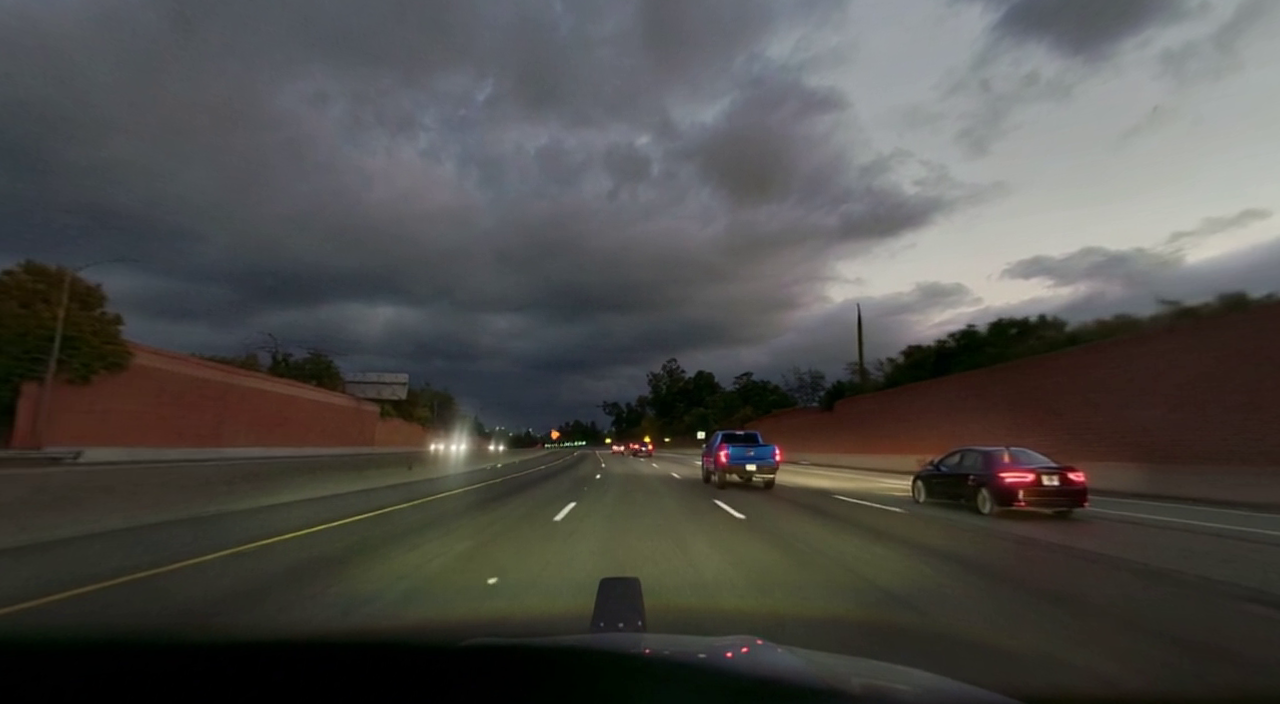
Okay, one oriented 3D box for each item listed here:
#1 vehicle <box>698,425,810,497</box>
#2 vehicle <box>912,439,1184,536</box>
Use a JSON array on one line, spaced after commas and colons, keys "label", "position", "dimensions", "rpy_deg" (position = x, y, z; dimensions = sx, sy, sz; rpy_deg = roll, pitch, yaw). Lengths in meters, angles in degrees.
[{"label": "vehicle", "position": [3.376, 3.385, 20.039], "dimensions": [2.374, 1.952, 5.431], "rpy_deg": [0, -8, -2]}, {"label": "vehicle", "position": [7.478, 2.493, 12.398], "dimensions": [1.976, 1.485, 4.925], "rpy_deg": [0, -8, -1]}]
